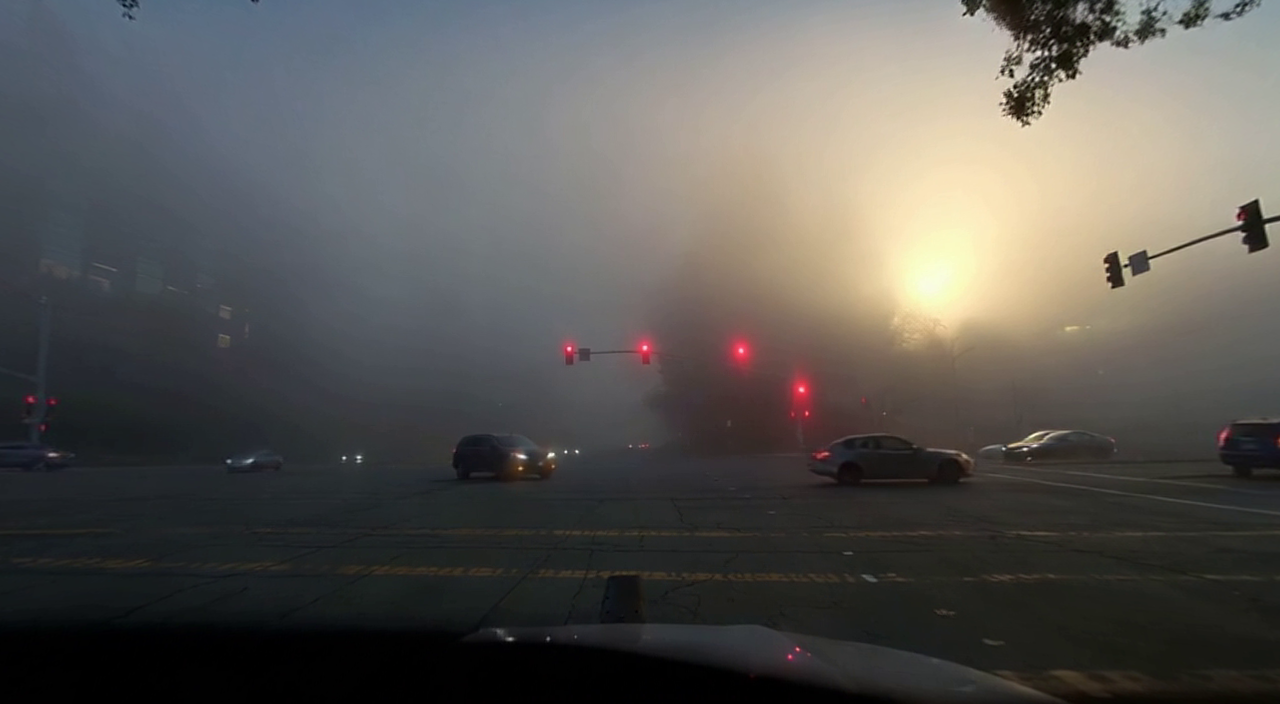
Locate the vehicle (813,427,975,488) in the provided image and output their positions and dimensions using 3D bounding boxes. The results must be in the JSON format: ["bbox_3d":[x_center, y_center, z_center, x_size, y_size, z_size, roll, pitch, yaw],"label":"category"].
[{"bbox_3d":[7.409,3.134,18.922,4.180,1.678,1.982,-2,-9,13],"label":"vehicle"}]

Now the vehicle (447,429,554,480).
[{"bbox_3d":[-6.154,4.402,27.468,2.223,1.972,5.310,7,-11,-41],"label":"vehicle"}]

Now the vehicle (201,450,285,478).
[{"bbox_3d":[-23.130,6.519,37.031,1.909,1.473,4.571,0,-8,1],"label":"vehicle"}]
